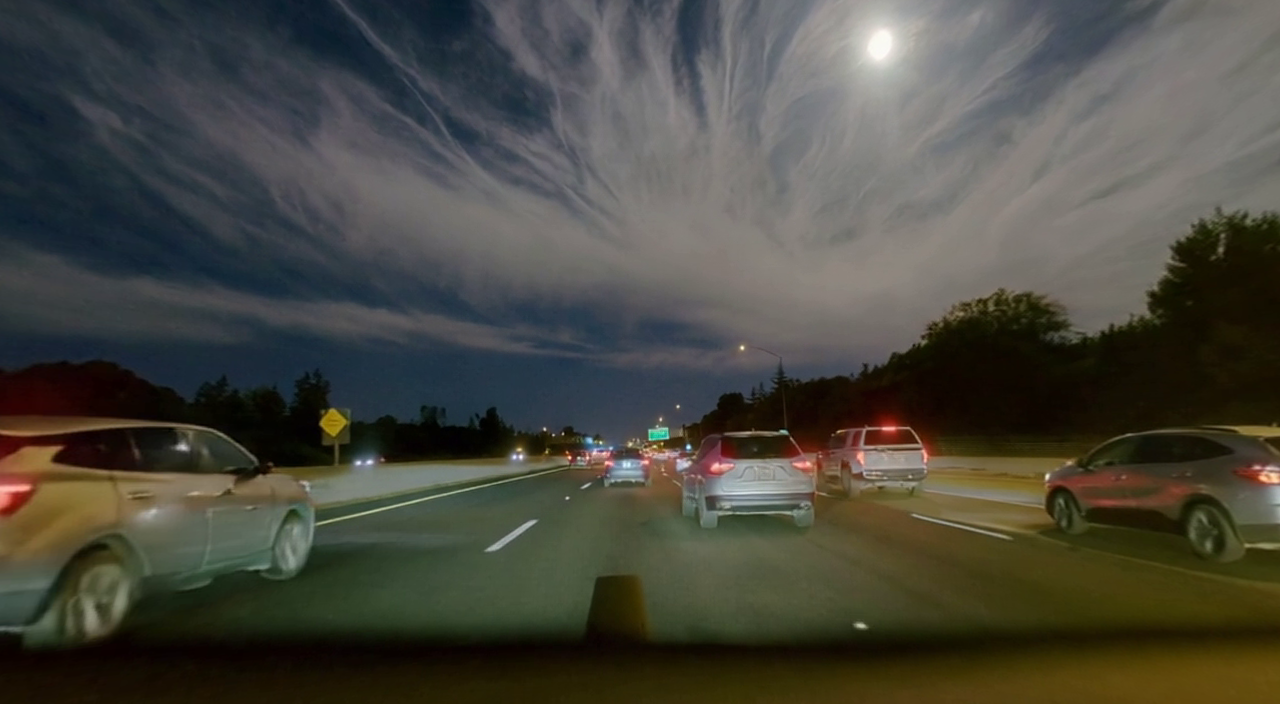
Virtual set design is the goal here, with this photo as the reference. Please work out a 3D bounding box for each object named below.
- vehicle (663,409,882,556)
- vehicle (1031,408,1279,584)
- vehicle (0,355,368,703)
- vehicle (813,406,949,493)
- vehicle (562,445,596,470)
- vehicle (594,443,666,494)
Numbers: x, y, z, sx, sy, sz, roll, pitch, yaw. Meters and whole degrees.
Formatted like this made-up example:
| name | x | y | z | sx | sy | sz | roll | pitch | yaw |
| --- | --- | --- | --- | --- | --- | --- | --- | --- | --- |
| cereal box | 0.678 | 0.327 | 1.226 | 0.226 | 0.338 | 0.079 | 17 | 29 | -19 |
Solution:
| name | x | y | z | sx | sy | sz | roll | pitch | yaw |
| --- | --- | --- | --- | --- | --- | --- | --- | --- | --- |
| vehicle | 1.677 | 1.874 | 9.625 | 2.230 | 1.740 | 3.976 | 1 | -9 | -4 |
| vehicle | 7.039 | 1.590 | 7.401 | 1.972 | 1.647 | 4.429 | 0 | -9 | -1 |
| vehicle | -4.272 | 1.188 | 5.063 | 2.047 | 1.755 | 4.638 | 0 | -9 | 0 |
| vehicle | 7.855 | 3.299 | 21.393 | 2.390 | 2.503 | 5.788 | 0 | -9 | 1 |
| vehicle | -4.163 | 7.264 | 43.428 | 1.889 | 1.600 | 4.043 | 0 | -9 | 1 |
| vehicle | -0.272 | 3.810 | 20.883 | 2.157 | 1.495 | 4.038 | 0 | -9 | 1 |
